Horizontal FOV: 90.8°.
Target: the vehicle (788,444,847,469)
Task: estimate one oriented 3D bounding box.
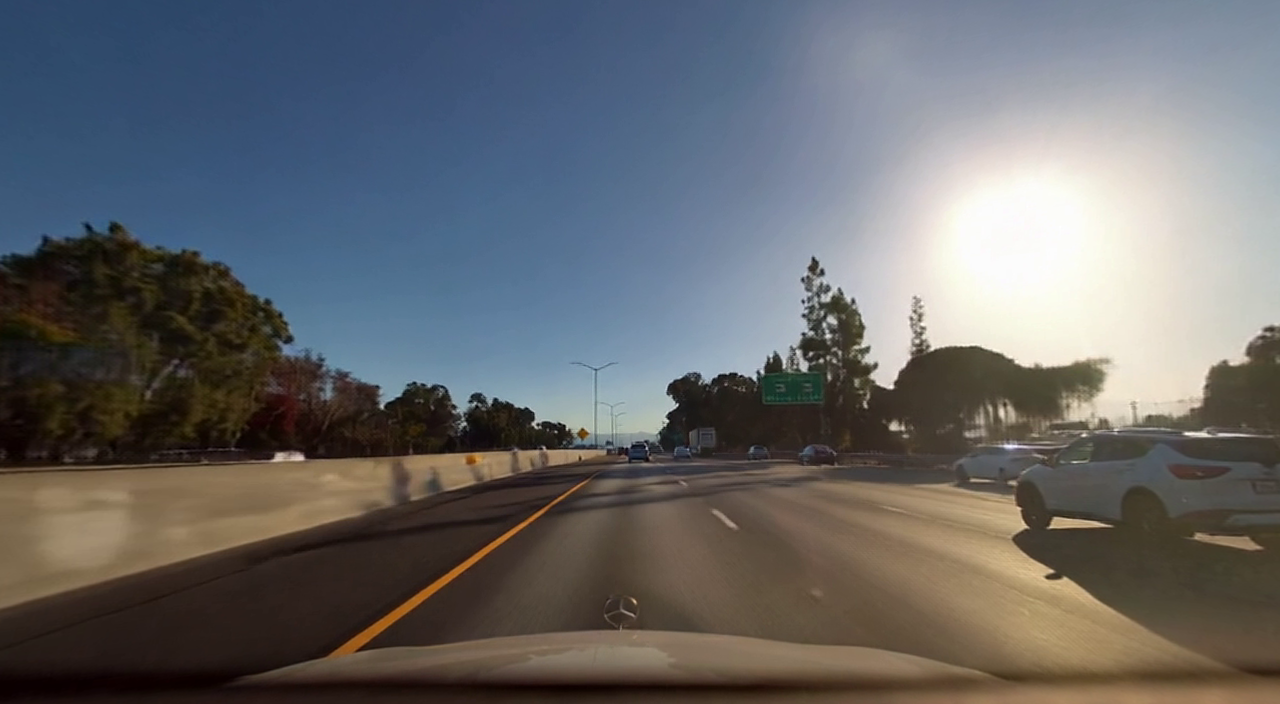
[{"bbox_3d":[11.184,6.617,40.167,2.194,1.489,5.141,0,-9,-1],"label":"vehicle"}]

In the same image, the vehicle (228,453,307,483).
[{"bbox_3d":[-18.267,5.697,31.146,1.643,1.387,3.634,-1,-10,0],"label":"vehicle"}]

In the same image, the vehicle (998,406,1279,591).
[{"bbox_3d":[6.849,1.654,7.878,2.027,1.679,4.543,0,-9,-1],"label":"vehicle"}]

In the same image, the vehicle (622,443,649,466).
[{"bbox_3d":[-0.381,7.855,48.664,1.864,1.566,4.446,0,-8,-3],"label":"vehicle"}]
